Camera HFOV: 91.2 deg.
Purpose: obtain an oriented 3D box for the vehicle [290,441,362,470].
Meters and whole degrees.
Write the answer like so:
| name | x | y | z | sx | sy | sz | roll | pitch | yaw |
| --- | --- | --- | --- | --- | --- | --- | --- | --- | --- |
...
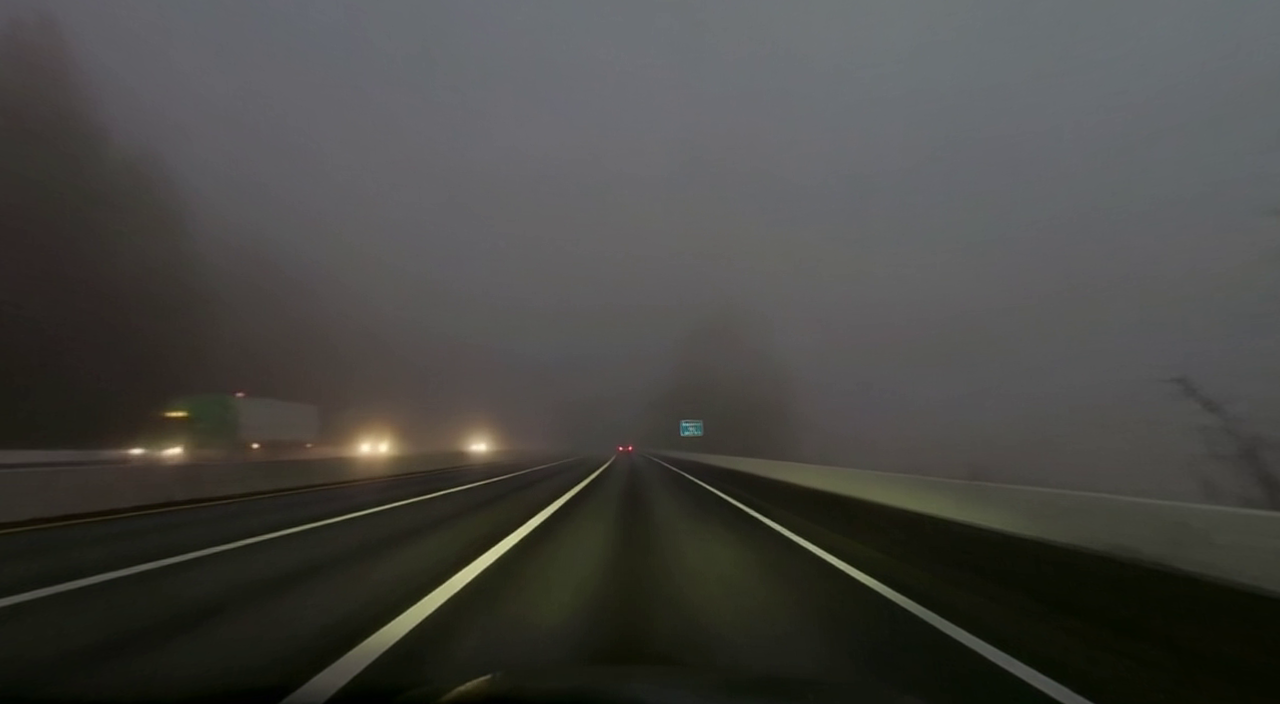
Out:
| name | x | y | z | sx | sy | sz | roll | pitch | yaw |
| --- | --- | --- | --- | --- | --- | --- | --- | --- | --- |
| vehicle | -17.772 | 5.856 | 35.785 | 1.844 | 1.527 | 4.384 | 0 | -9 | -1 |

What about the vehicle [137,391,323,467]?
| name | x | y | z | sx | sy | sz | roll | pitch | yaw |
| --- | --- | --- | --- | --- | --- | --- | --- | --- | --- |
| vehicle | -25.437 | 5.170 | 40.557 | 2.832 | 4.001 | 14.137 | 0 | -9 | -1 |
